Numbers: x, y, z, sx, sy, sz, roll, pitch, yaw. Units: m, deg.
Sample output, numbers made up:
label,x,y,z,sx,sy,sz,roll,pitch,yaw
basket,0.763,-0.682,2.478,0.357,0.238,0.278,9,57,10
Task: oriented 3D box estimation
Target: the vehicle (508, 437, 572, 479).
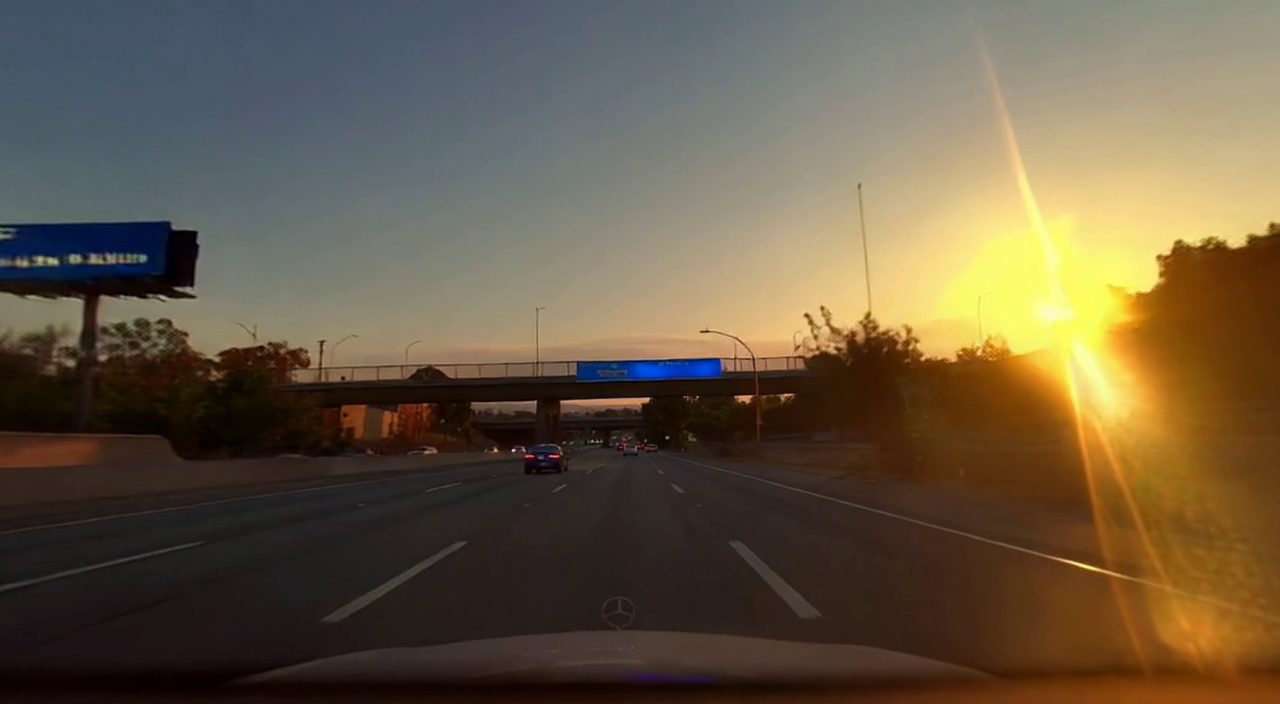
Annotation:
label,x,y,z,sx,sy,sz,roll,pitch,yaw
vehicle,-4.370,4.716,28.355,2.102,1.727,4.704,0,-9,0
